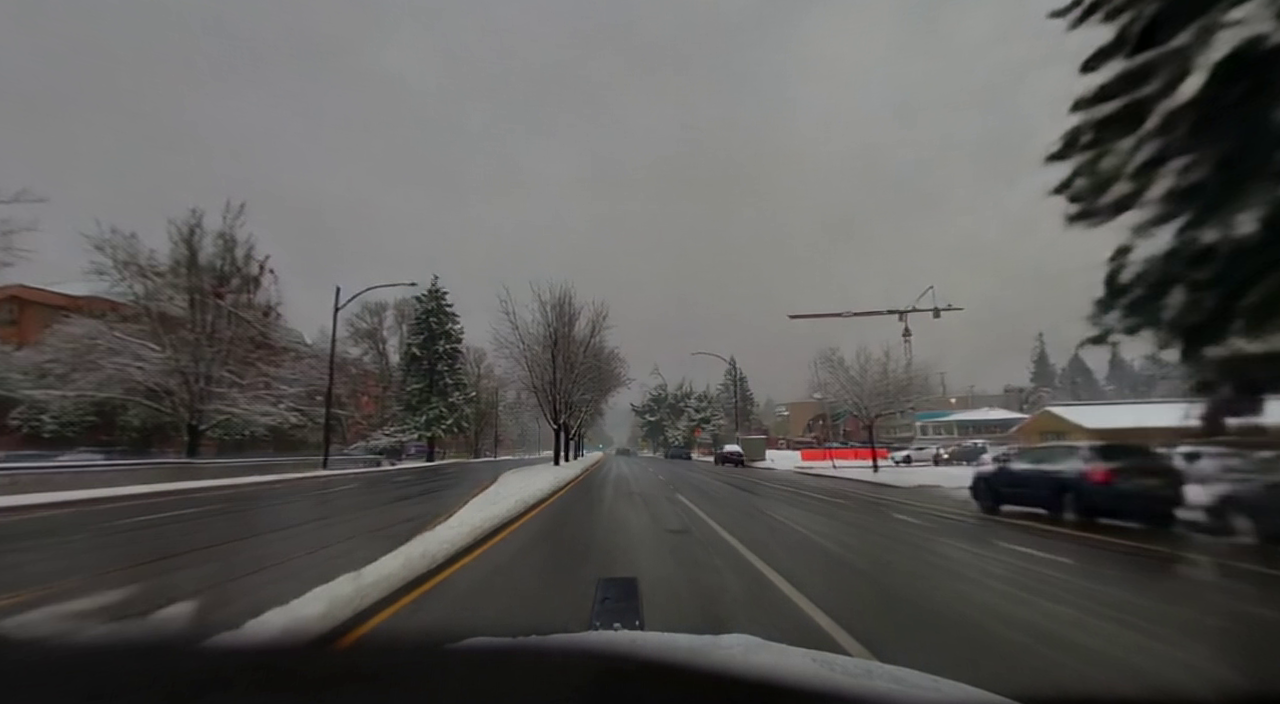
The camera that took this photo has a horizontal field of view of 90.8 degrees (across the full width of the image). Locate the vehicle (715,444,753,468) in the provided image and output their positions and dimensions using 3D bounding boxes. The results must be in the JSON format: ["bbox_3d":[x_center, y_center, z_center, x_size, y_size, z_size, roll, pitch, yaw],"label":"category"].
[{"bbox_3d":[7.038,7.862,47.933,2.080,1.706,4.392,0,-9,-2],"label":"vehicle"}]

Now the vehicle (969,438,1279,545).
[{"bbox_3d":[8.026,2.251,10.964,2.079,1.442,4.406,0,-9,-3],"label":"vehicle"}]

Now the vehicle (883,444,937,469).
[{"bbox_3d":[20.014,7.736,47.007,1.965,1.690,4.077,0,-8,-3],"label":"vehicle"}]
